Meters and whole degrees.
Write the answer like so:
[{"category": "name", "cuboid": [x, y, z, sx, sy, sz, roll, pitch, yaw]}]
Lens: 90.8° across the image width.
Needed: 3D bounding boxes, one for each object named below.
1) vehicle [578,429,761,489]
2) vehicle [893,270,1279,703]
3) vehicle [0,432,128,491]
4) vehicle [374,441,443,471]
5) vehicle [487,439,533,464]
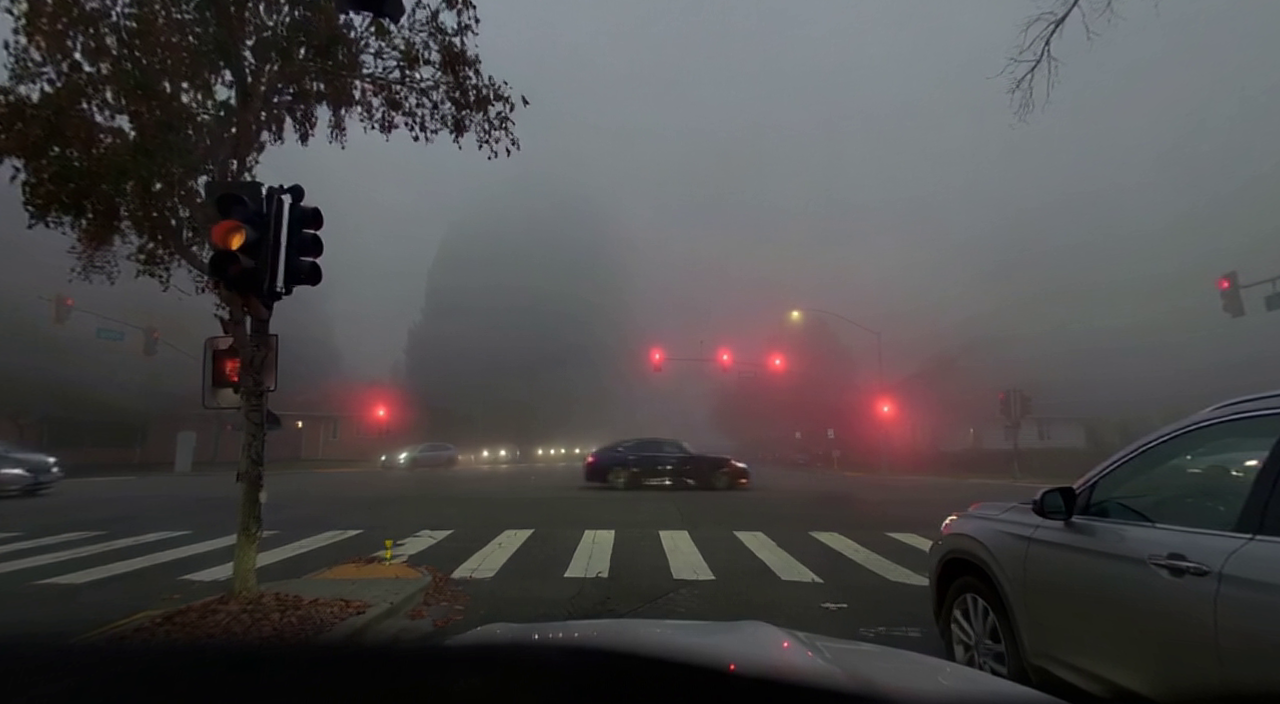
[{"category": "vehicle", "cuboid": [0.876, 3.310, 19.730, 5.403, 1.759, 2.040, 0, -9, 0]}, {"category": "vehicle", "cuboid": [2.730, 0.704, 1.725, 2.085, 1.800, 4.908, 0, -9, 1]}, {"category": "vehicle", "cuboid": [-19.640, 3.454, 20.043, 4.860, 1.748, 2.160, 0, -9, 1]}, {"category": "vehicle", "cuboid": [-14.371, 6.481, 39.540, 2.065, 1.775, 4.667, -1, -9, 7]}, {"category": "vehicle", "cuboid": [-8.886, 6.870, 43.709, 2.028, 1.654, 5.027, 0, -9, 1]}]
